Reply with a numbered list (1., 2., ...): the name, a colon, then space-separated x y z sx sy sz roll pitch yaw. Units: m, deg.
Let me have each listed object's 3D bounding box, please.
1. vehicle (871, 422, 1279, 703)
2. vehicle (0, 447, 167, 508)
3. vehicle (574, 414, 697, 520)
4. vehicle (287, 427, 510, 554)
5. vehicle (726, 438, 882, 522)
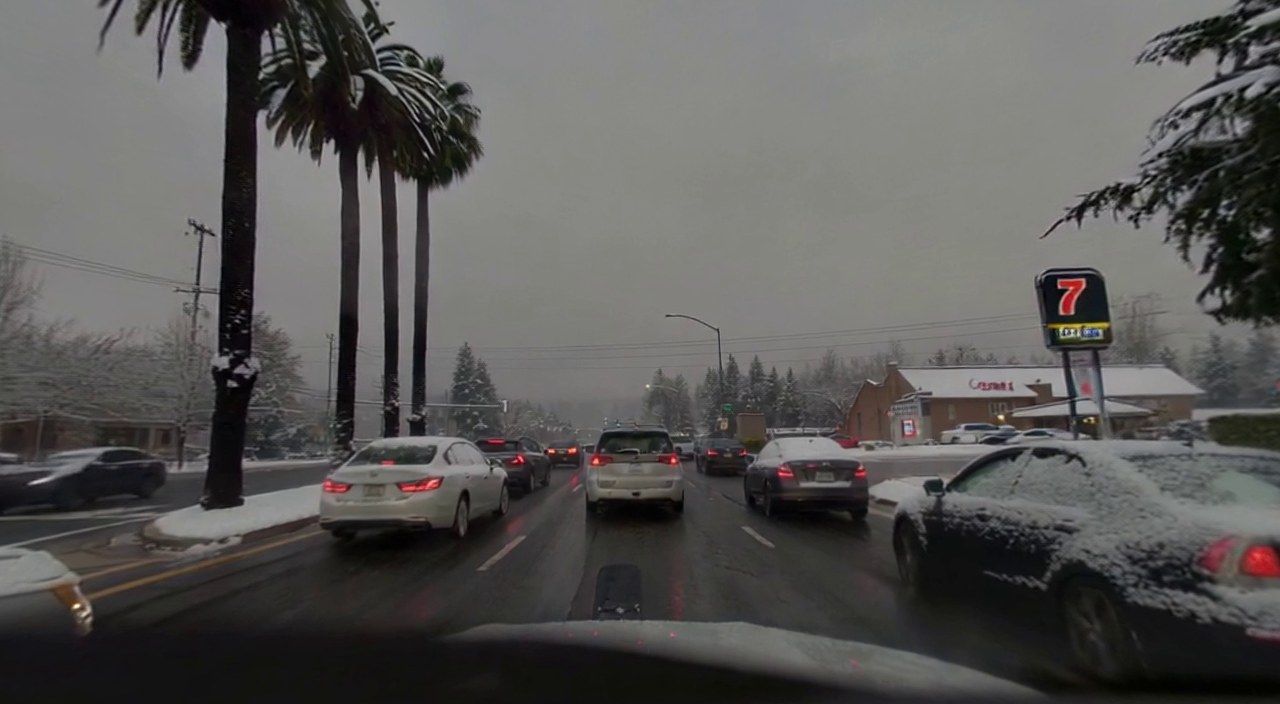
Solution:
1. vehicle: 3.585 1.350 4.878 1.867 1.448 4.436 0 -8 0
2. vehicle: -16.166 3.480 18.008 1.813 1.480 4.486 0 -8 -1
3. vehicle: -0.114 2.346 13.307 2.164 1.867 4.254 0 -8 -1
4. vehicle: -3.328 1.970 9.708 1.864 1.505 4.202 0 -8 -2
5. vehicle: 3.272 2.631 13.633 1.977 1.480 4.589 0 -8 -2
